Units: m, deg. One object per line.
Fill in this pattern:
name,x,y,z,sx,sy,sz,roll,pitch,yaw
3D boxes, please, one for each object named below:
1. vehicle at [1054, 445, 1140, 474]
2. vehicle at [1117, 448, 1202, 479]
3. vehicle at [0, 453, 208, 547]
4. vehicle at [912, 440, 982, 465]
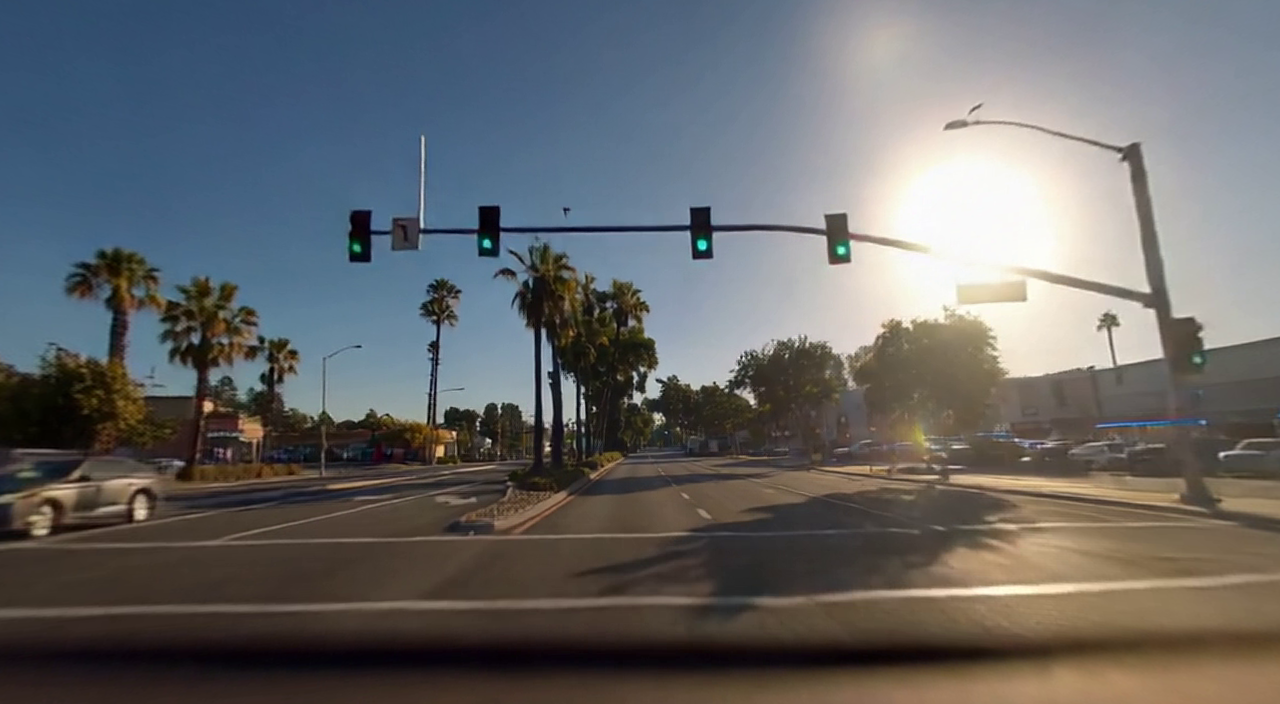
vehicle,22.571,5.287,31.219,3.280,1.344,1.518,1,-9,-11
vehicle,23.480,5.013,28.562,3.142,1.270,1.464,2,-10,-21
vehicle,-11.203,2.755,12.513,2.019,1.434,4.622,0,-8,0
vehicle,20.230,6.604,41.723,3.576,1.443,1.822,-2,-8,-2
